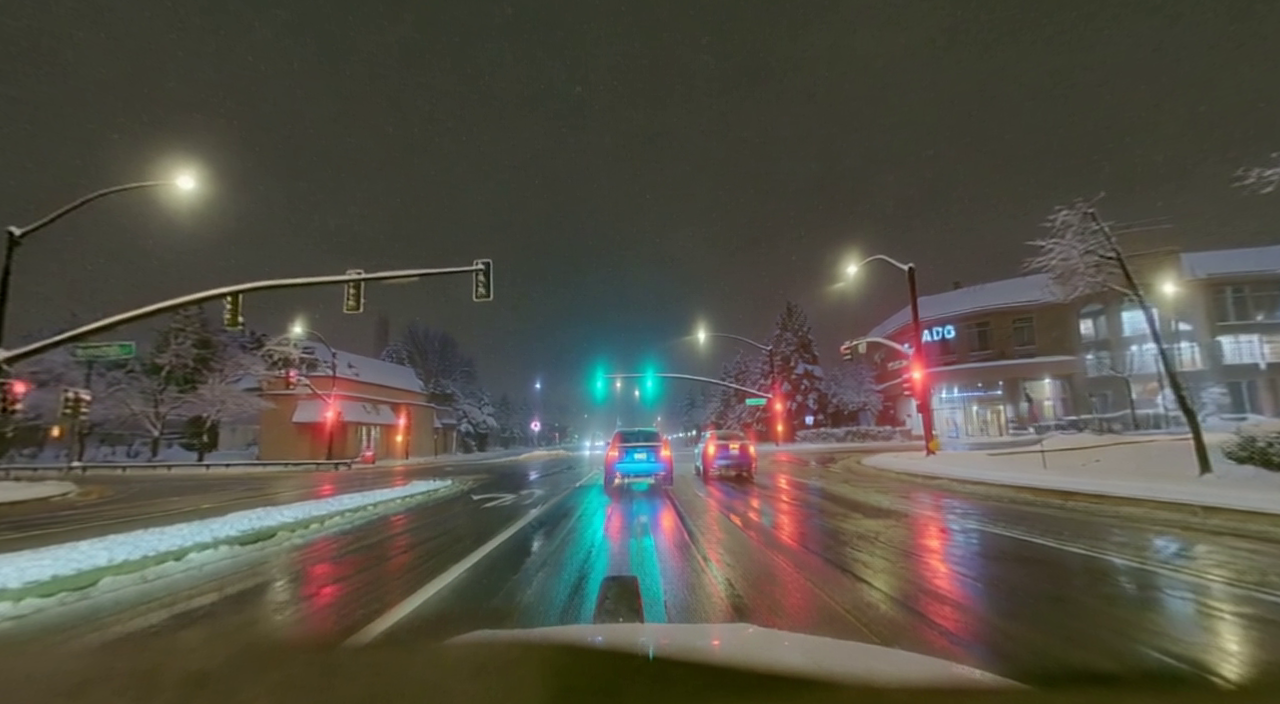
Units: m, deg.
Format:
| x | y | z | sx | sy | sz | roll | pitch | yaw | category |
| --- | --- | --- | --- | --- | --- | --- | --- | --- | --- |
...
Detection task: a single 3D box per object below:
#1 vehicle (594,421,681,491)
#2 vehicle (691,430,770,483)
| x | y | z | sx | sy | sz | roll | pitch | yaw | category |
| --- | --- | --- | --- | --- | --- | --- | --- | --- | --- |
| -0.149 | 3.251 | 20.074 | 2.413 | 1.939 | 4.716 | 0 | -8 | -2 | vehicle |
| 3.184 | 3.794 | 23.257 | 2.107 | 1.736 | 4.228 | 0 | -8 | -2 | vehicle |
